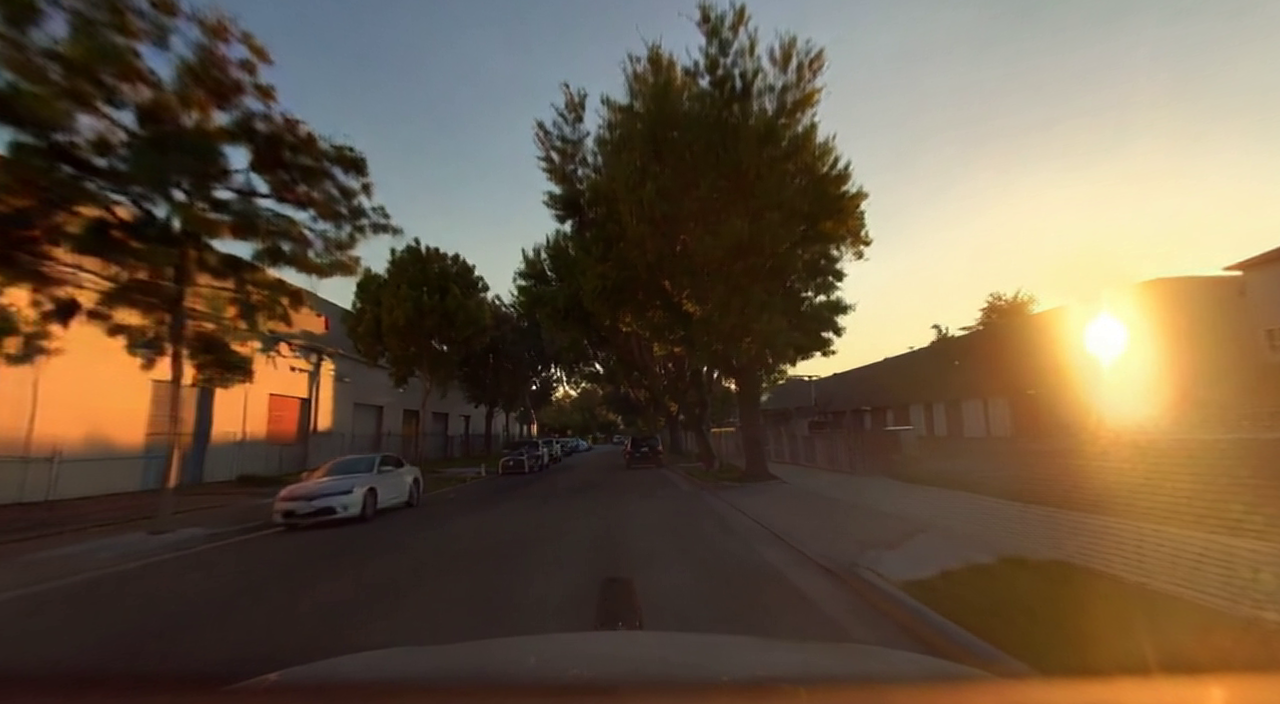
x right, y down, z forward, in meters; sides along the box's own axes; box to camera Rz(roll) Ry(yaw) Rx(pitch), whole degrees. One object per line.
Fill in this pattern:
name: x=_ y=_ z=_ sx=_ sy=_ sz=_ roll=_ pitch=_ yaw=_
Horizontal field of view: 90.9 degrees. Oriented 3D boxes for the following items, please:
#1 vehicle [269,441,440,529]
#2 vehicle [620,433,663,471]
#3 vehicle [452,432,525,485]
vehicle: x=-5.968 y=2.835 z=13.809 sx=1.938 sy=1.500 sz=4.130 roll=-3 pitch=-10 yaw=-2
vehicle: x=0.068 y=5.303 z=33.580 sx=2.152 sy=1.874 sz=4.042 roll=0 pitch=-8 yaw=-1
vehicle: x=-6.543 y=4.687 z=27.787 sx=2.005 sy=1.989 sz=4.929 roll=-3 pitch=-9 yaw=0
